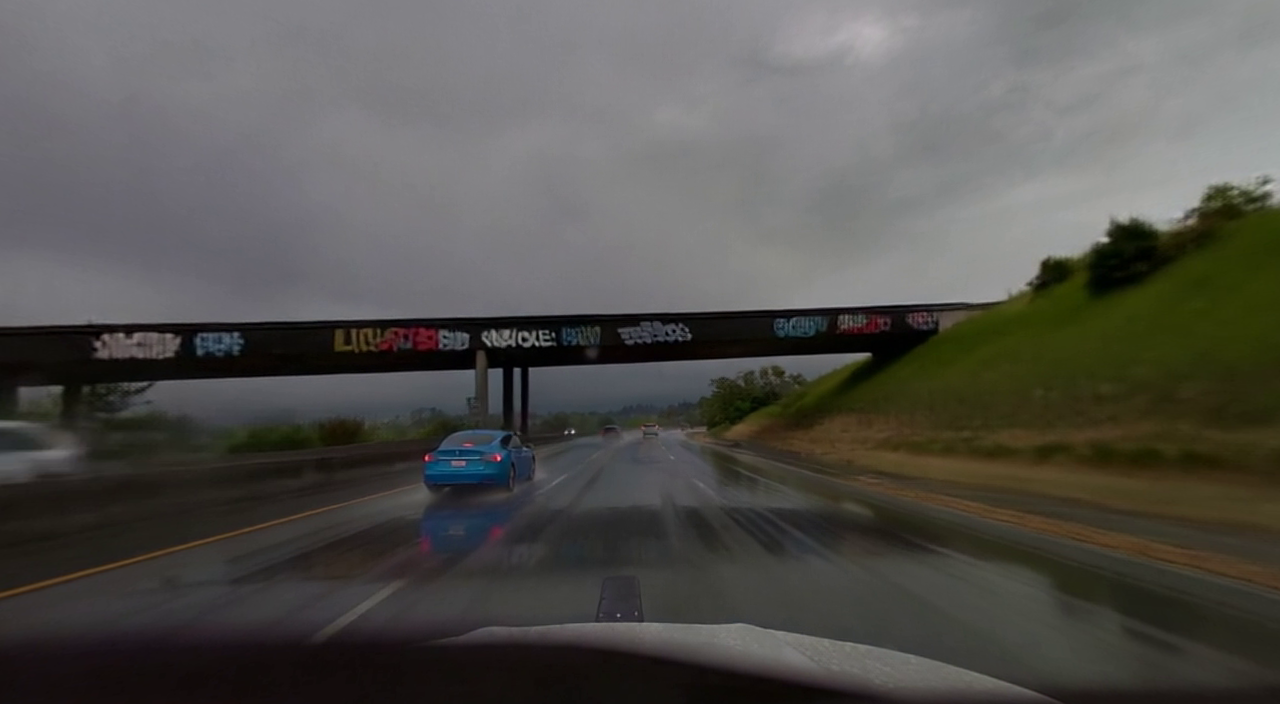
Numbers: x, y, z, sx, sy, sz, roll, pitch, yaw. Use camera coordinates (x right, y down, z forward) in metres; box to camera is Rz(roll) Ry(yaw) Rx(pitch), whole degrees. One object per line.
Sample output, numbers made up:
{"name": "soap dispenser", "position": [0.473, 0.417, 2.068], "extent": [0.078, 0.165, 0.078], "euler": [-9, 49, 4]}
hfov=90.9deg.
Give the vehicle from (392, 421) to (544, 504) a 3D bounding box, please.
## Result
{"name": "vehicle", "position": [-3.620, 2.412, 14.278], "extent": [2.108, 1.555, 4.574], "euler": [0, -8, 1]}
